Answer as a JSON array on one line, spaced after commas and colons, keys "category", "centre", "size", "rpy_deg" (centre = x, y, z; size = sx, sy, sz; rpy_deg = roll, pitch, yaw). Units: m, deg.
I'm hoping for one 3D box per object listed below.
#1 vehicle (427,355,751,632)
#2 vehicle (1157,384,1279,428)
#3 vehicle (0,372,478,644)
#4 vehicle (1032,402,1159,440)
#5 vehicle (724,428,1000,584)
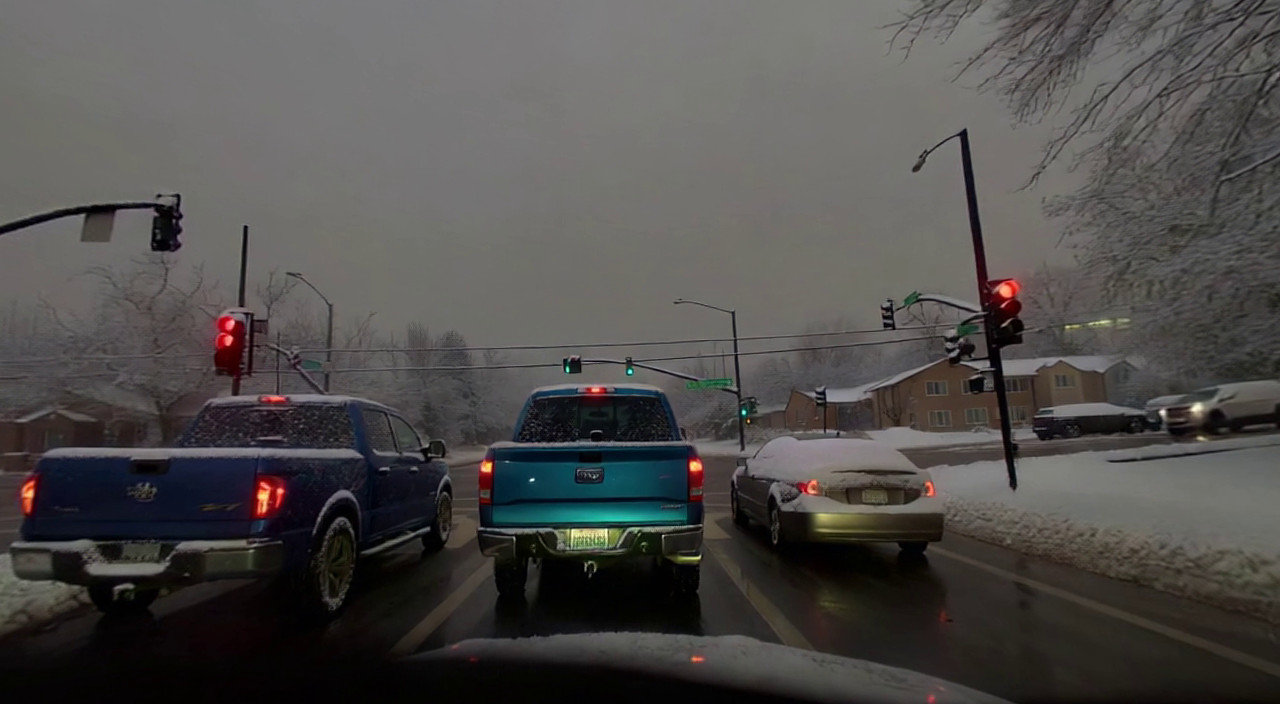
[{"category": "vehicle", "centre": [-0.396, 1.324, 6.783], "size": [2.282, 1.964, 4.421], "rpy_deg": [0, -9, -1]}, {"category": "vehicle", "centre": [27.979, 2.575, 29.660], "size": [5.302, 1.894, 2.200], "rpy_deg": [0, -9, 1]}, {"category": "vehicle", "centre": [-3.462, 1.433, 6.932], "size": [2.146, 1.828, 5.148], "rpy_deg": [0, -9, -2]}, {"category": "vehicle", "centre": [23.279, 3.591, 32.476], "size": [4.721, 1.866, 2.188], "rpy_deg": [0, -9, 2]}, {"category": "vehicle", "centre": [2.432, 1.816, 8.314], "size": [2.016, 1.481, 4.336], "rpy_deg": [0, -9, 0]}]
